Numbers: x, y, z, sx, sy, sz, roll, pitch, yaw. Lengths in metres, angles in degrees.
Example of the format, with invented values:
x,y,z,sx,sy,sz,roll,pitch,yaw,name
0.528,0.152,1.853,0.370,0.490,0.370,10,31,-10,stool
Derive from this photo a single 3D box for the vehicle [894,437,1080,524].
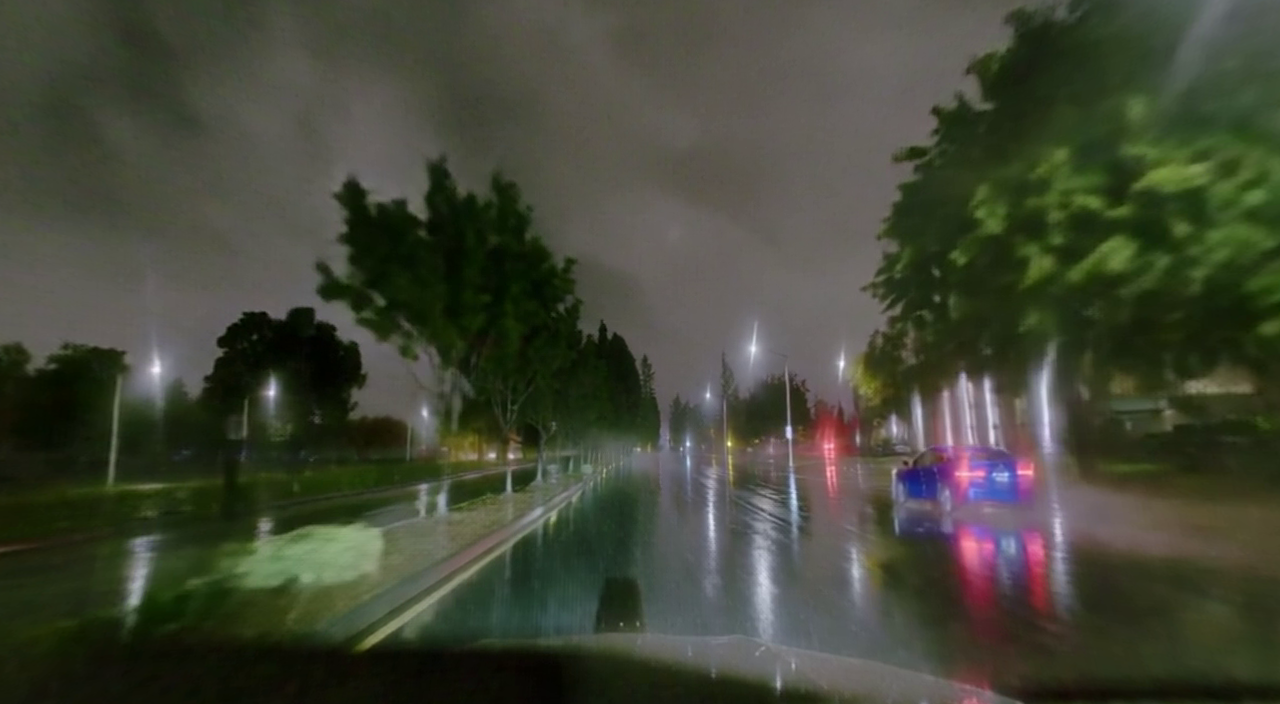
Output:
x,y,z,sx,sy,sz,roll,pitch,yaw,name
6.855,2.547,12.954,1.797,1.518,3.433,0,-9,-1,vehicle
